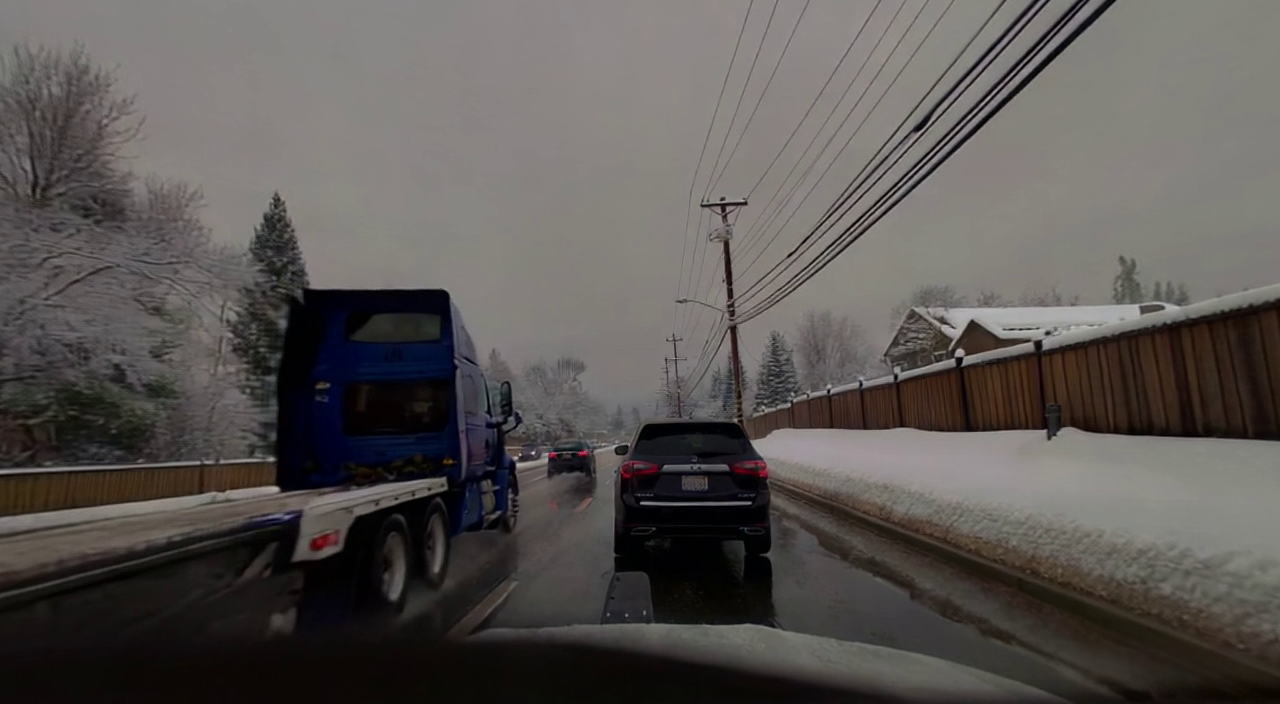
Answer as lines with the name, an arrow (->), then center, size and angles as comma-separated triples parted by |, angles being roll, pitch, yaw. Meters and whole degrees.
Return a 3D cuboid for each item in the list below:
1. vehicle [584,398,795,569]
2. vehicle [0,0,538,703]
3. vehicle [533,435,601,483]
vehicle -> 0.483, 1.670, 8.658 | 2.174, 1.749, 4.113 | 0, -9, -1
vehicle -> -3.130, 0.366, 5.067 | 2.928, 3.658, 8.980 | 0, -9, 1
vehicle -> -2.707, 4.092, 24.347 | 2.037, 1.639, 4.213 | 0, -9, 2
